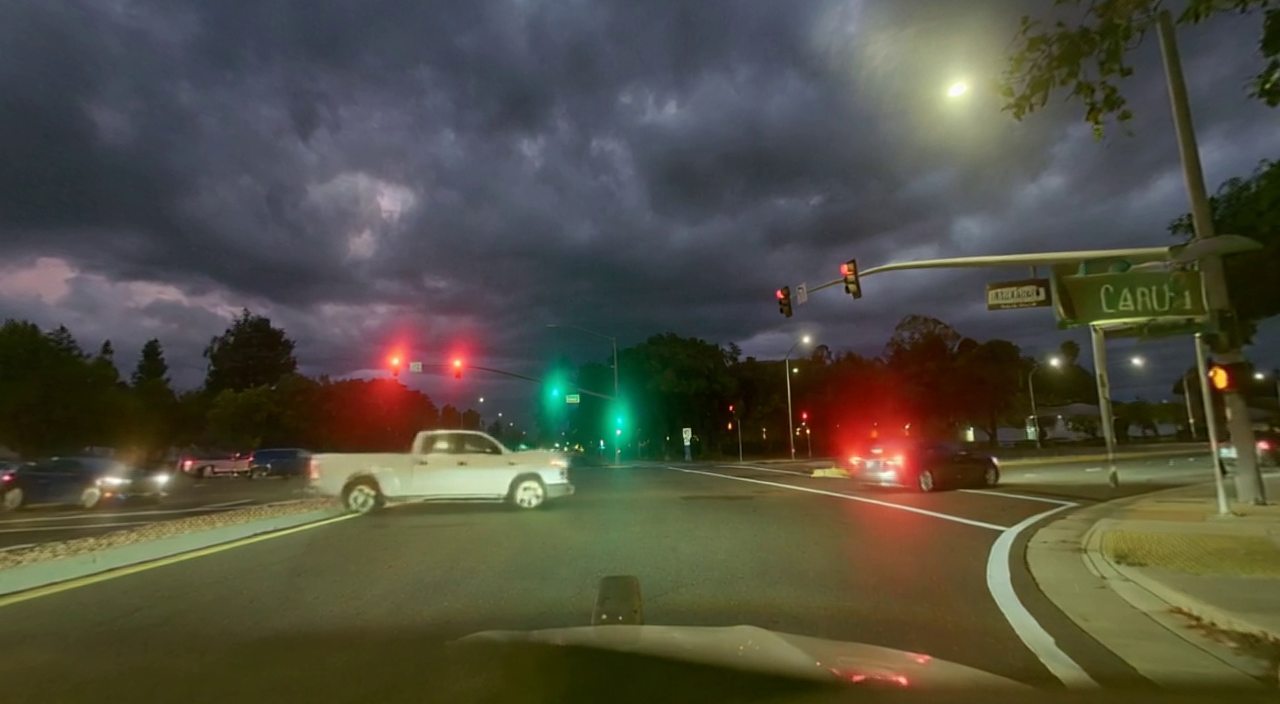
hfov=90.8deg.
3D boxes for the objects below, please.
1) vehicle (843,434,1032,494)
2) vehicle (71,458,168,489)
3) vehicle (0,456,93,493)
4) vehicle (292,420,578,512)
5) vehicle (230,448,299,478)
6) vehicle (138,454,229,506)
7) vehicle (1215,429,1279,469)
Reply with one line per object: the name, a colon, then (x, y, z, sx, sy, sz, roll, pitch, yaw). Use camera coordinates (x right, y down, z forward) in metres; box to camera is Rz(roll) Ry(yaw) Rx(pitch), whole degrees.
vehicle: (8.283, 3.073, 17.641, 4.728, 1.471, 1.957, 3, -9, -21)
vehicle: (-28.373, 6.617, 34.635, 1.965, 1.448, 4.553, 1, -9, -9)
vehicle: (-31.180, 6.262, 32.642, 2.142, 1.723, 4.692, 1, -9, -9)
vehicle: (-4.597, 2.639, 14.873, 5.896, 1.937, 2.358, -1, -9, 6)
vehicle: (-26.317, 7.762, 44.483, 2.213, 1.956, 5.254, 1, -9, -8)
vehicle: (-15.256, 4.164, 21.000, 1.999, 1.468, 4.702, 7, -11, -39)
vehicle: (27.303, 4.229, 27.696, 4.281, 1.621, 1.903, 5, -10, -33)
